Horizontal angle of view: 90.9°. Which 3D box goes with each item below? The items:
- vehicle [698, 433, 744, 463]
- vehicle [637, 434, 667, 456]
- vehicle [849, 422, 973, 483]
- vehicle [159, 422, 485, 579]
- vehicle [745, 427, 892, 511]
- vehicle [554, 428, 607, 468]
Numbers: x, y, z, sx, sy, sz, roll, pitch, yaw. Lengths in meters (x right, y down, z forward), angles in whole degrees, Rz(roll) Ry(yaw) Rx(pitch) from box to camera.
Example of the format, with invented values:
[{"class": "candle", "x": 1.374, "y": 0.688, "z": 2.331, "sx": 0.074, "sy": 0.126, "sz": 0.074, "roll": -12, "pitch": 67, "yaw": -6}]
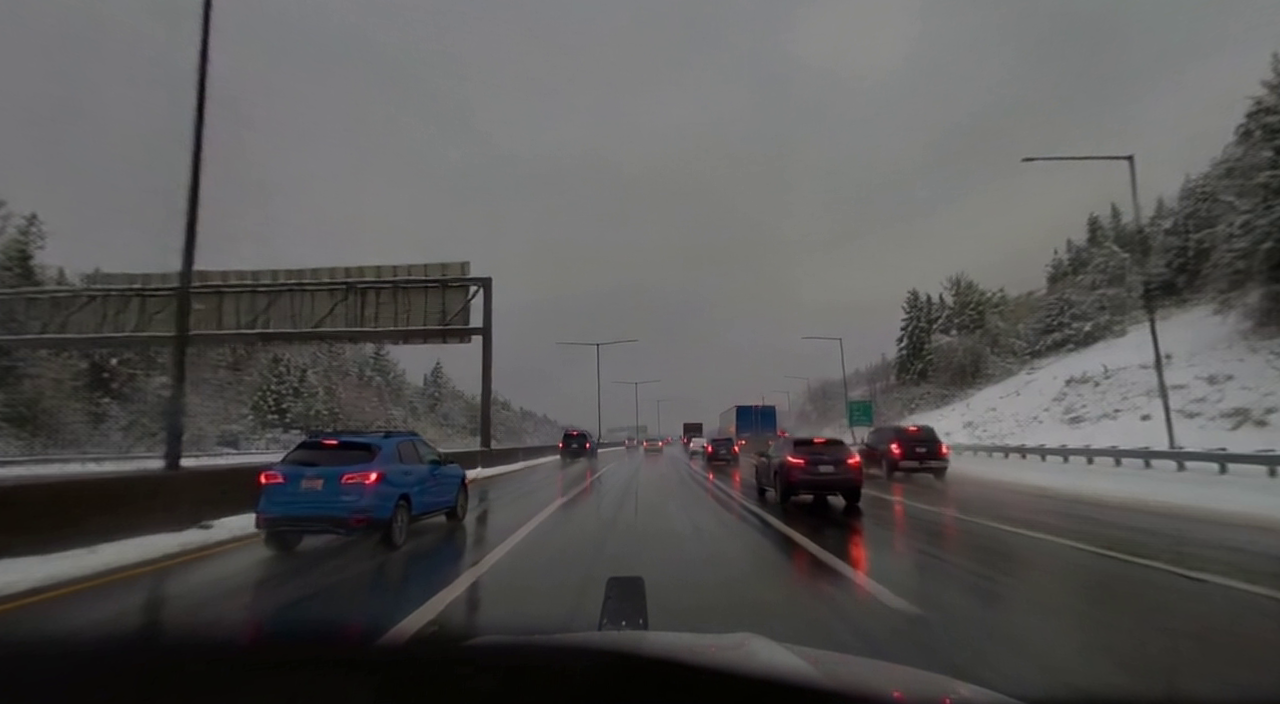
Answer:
[{"class": "vehicle", "x": 4.399, "y": 5.273, "z": 34.818, "sx": 1.933, "sy": 1.503, "sz": 4.520, "roll": -1, "pitch": -8, "yaw": 0}, {"class": "vehicle", "x": 0.842, "y": 6.604, "z": 44.710, "sx": 2.040, "sy": 1.461, "sz": 3.984, "roll": -1, "pitch": -8, "yaw": 1}, {"class": "vehicle", "x": 8.483, "y": 3.191, "z": 20.291, "sx": 1.987, "sy": 1.726, "sz": 4.515, "roll": 0, "pitch": -8, "yaw": 0}, {"class": "vehicle", "x": -3.590, "y": 1.737, "z": 8.280, "sx": 1.914, "sy": 1.476, "sz": 4.416, "roll": -1, "pitch": -8, "yaw": 1}, {"class": "vehicle", "x": 3.566, "y": 2.412, "z": 13.463, "sx": 1.933, "sy": 1.492, "sz": 4.125, "roll": 0, "pitch": -8, "yaw": 0}, {"class": "vehicle", "x": -2.748, "y": 4.569, "z": 30.116, "sx": 2.006, "sy": 1.741, "sz": 4.277, "roll": -1, "pitch": -8, "yaw": 2}]
